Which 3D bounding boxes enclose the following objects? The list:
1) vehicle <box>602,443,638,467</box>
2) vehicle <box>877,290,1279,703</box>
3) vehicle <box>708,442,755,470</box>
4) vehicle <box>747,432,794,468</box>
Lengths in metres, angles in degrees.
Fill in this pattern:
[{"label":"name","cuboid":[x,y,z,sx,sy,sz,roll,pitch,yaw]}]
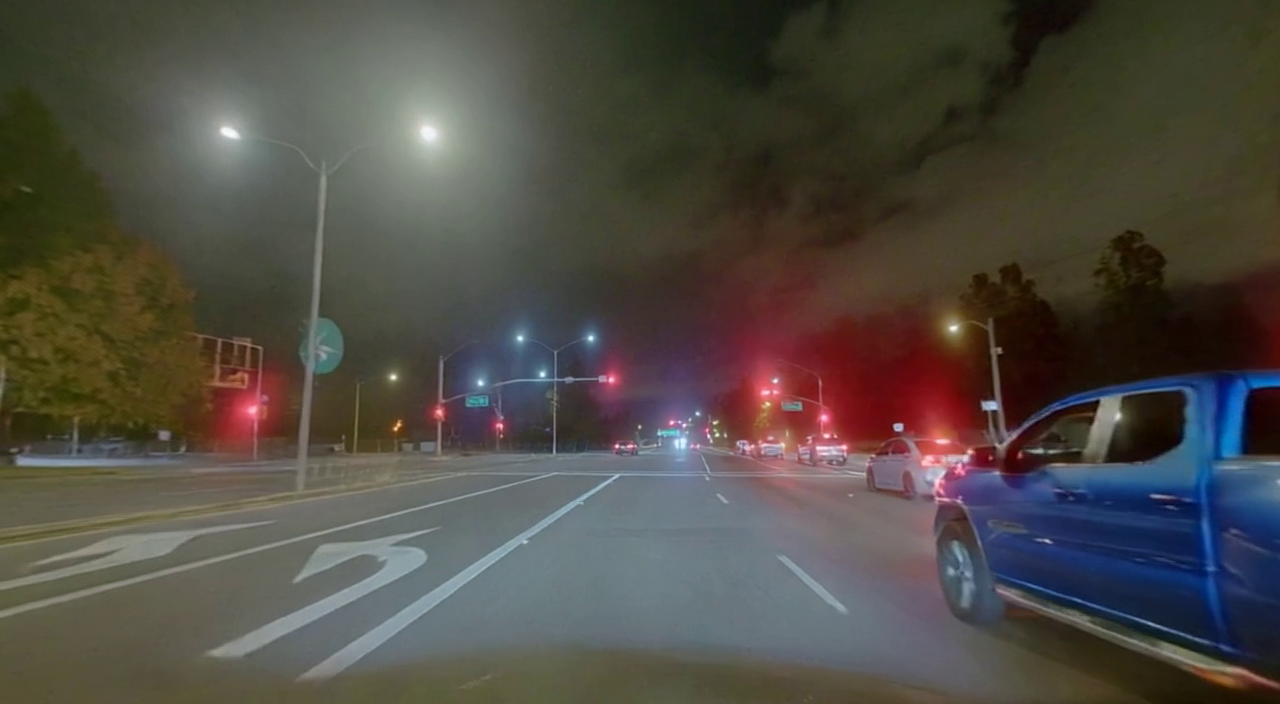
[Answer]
[{"label":"vehicle","cuboid":[-1.331,6.988,42.984,1.958,1.542,4.175,-1,-9,5]},{"label":"vehicle","cuboid":[3.279,0.782,2.673,2.333,1.777,5.713,0,-9,0]},{"label":"vehicle","cuboid":[5.443,6.288,38.223,2.292,1.563,4.734,0,-8,2]},{"label":"vehicle","cuboid":[8.643,6.572,42.317,2.186,2.202,5.426,-1,-9,2]}]
